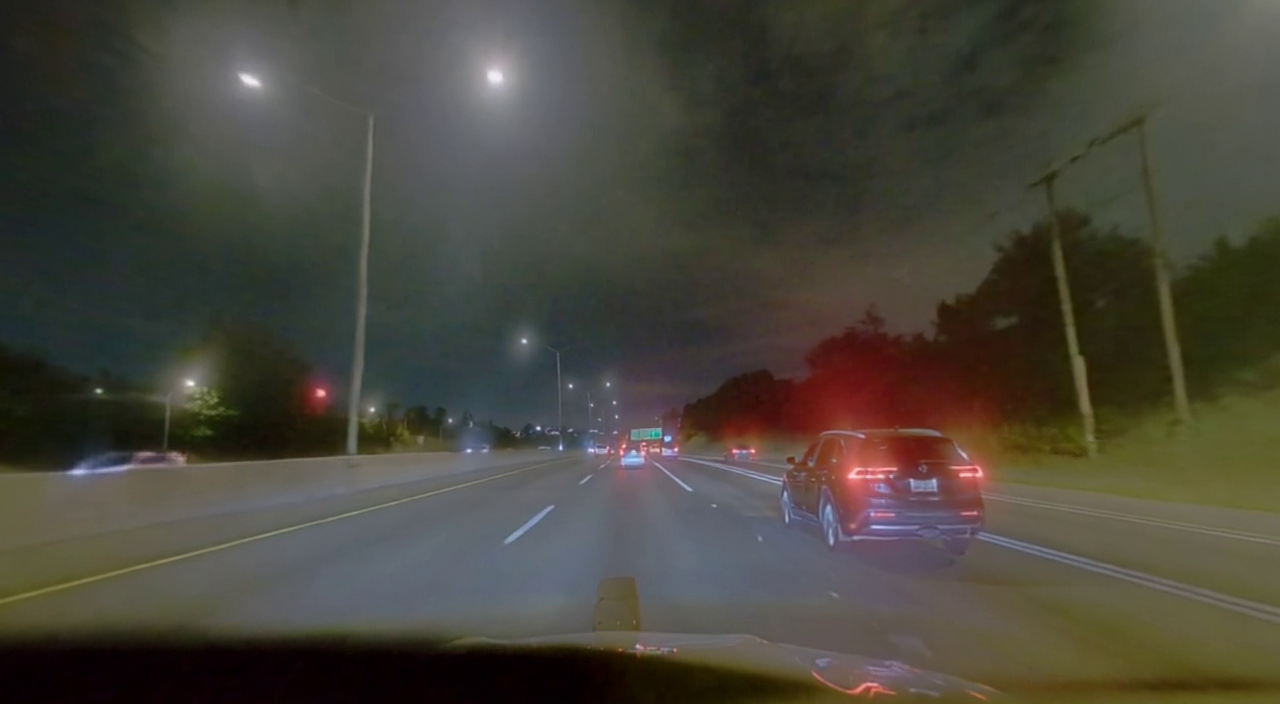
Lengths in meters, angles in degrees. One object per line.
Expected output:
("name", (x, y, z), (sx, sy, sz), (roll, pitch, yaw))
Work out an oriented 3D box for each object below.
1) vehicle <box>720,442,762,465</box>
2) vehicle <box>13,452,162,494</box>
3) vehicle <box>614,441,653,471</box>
("vehicle", (6.752, 6.828, 42.580), (1.935, 1.478, 4.433), (0, -9, -2))
("vehicle", (-22.014, 4.799, 25.503), (1.939, 1.456, 4.659), (0, -9, -3))
("vehicle", (-0.382, 5.582, 34.087), (1.985, 1.457, 4.227), (0, -9, -1))
